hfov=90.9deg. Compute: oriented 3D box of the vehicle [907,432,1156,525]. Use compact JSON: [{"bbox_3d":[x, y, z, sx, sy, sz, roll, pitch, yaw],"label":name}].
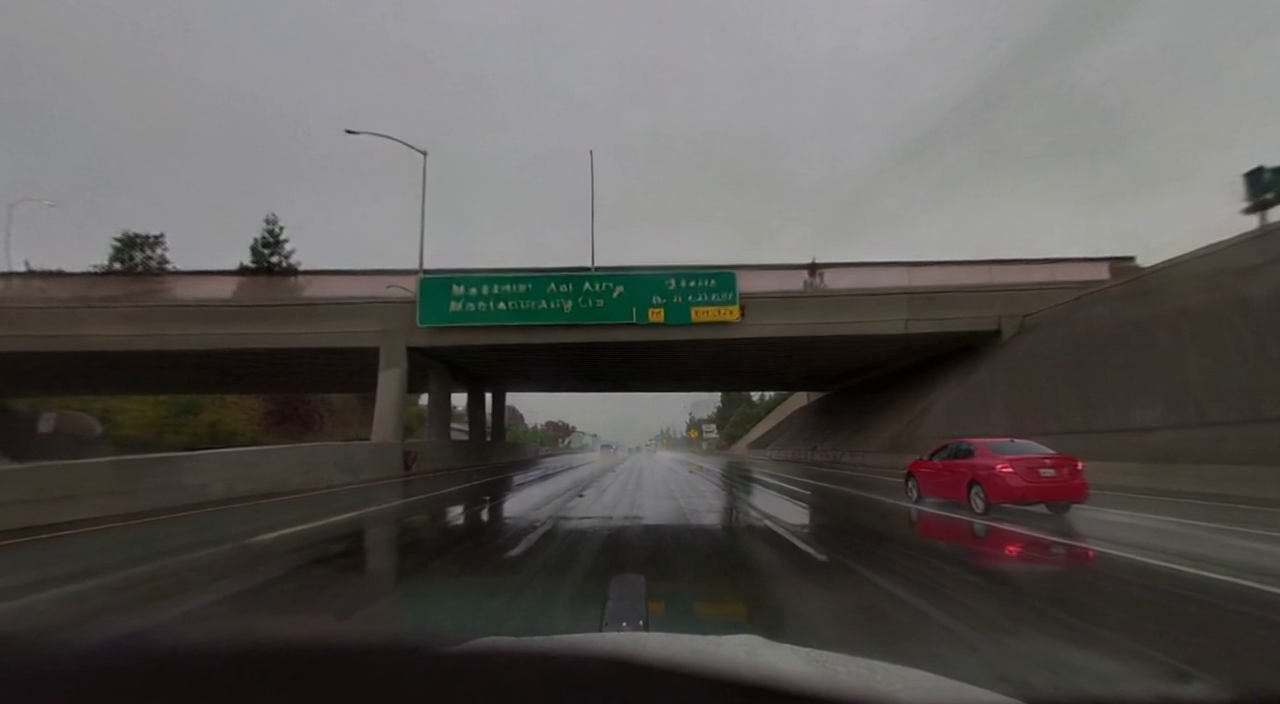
[{"bbox_3d":[7.208,2.353,12.353,1.914,1.465,4.574,0,-8,0],"label":"vehicle"}]
